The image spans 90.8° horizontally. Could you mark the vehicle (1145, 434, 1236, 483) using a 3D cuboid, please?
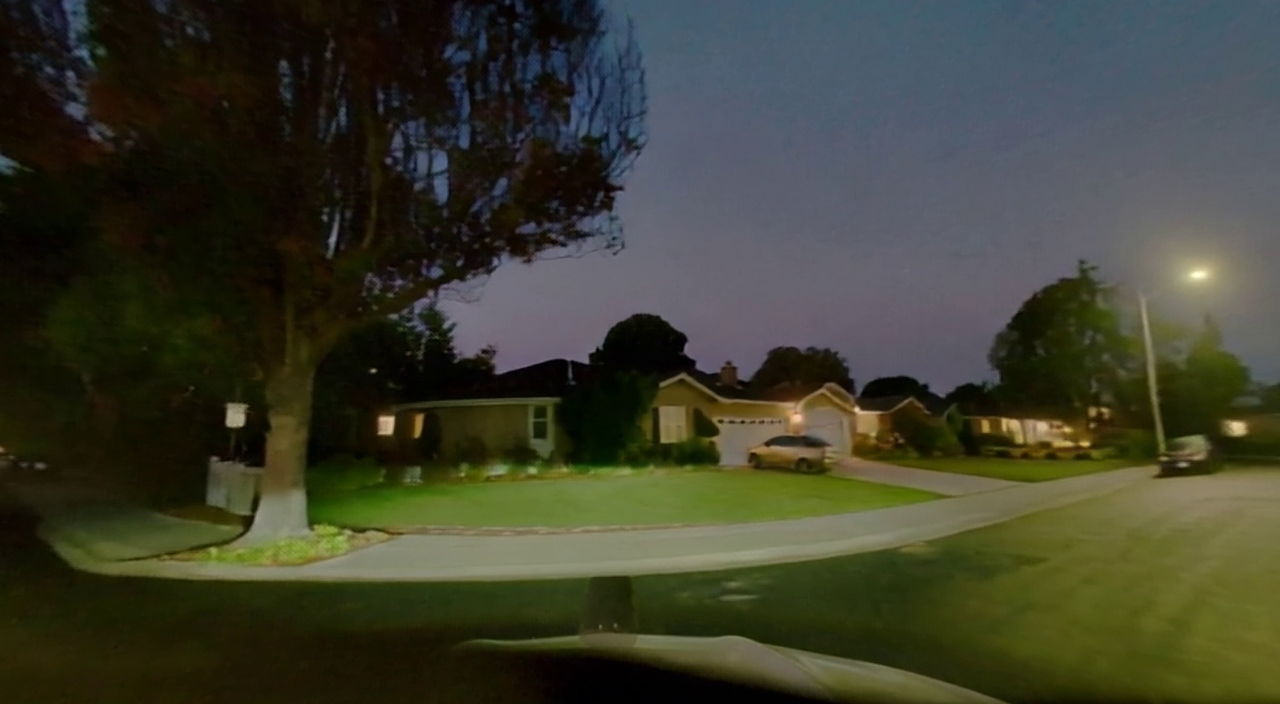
[{"bbox_3d":[24.022,4.623,27.516,4.675,1.834,2.208,8,-16,-43],"label":"vehicle"}]

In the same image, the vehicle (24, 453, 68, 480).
[{"bbox_3d":[-41.048,7.883,43.749,2.011,1.483,4.620,5,-8,-41],"label":"vehicle"}]

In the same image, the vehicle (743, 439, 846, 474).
[{"bbox_3d":[7.177,4.880,29.690,1.844,1.495,4.404,7,-11,-42],"label":"vehicle"}]
